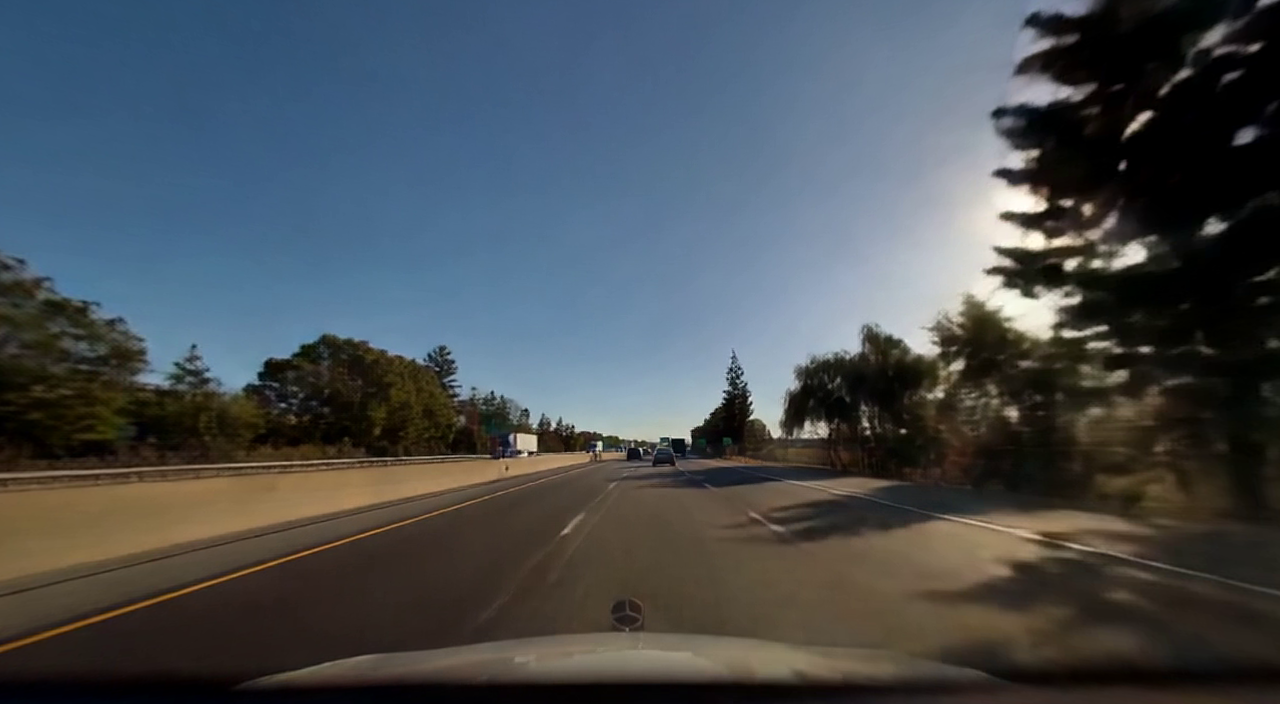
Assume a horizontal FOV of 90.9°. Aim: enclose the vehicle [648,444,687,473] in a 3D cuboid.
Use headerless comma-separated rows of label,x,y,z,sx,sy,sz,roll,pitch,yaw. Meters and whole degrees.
vehicle,1.638,6.583,39.028,2.231,1.652,4.503,0,-9,1
